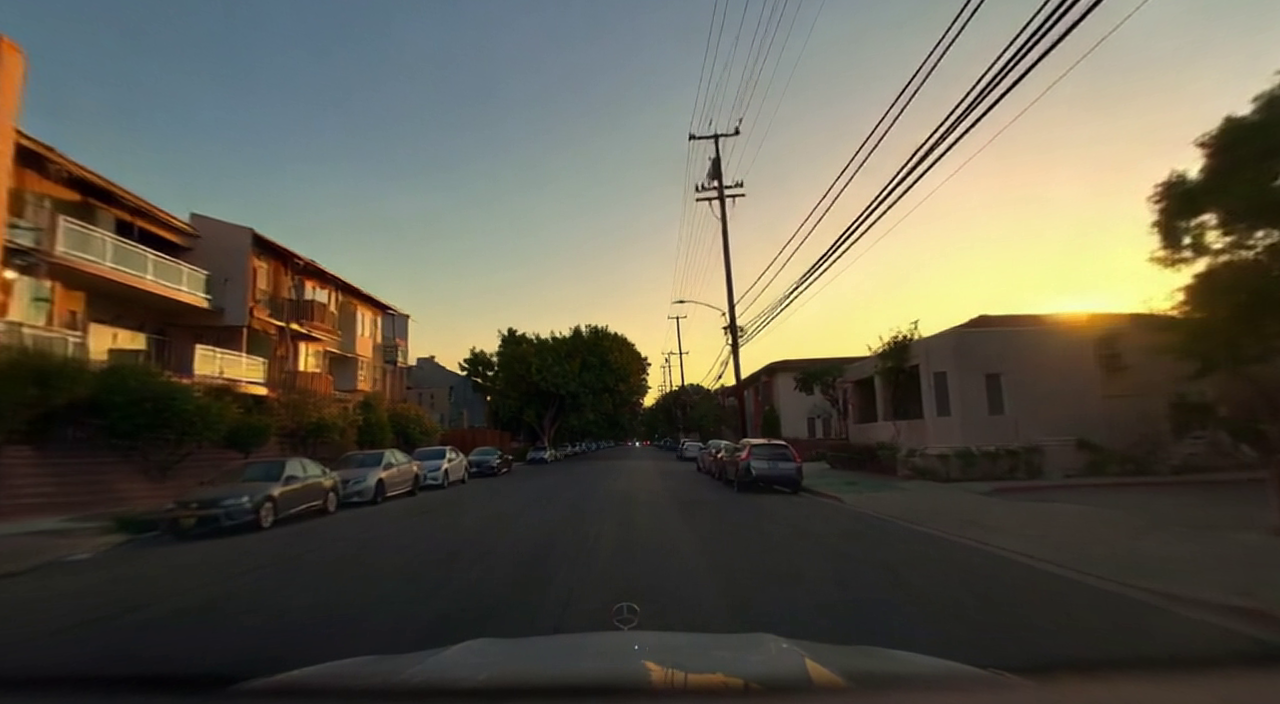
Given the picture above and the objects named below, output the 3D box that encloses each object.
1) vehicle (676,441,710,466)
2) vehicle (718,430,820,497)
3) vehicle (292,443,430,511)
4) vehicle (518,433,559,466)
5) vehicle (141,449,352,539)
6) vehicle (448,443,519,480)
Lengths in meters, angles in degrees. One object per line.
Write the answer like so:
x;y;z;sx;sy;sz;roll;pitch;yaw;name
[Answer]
3.655;7.059;44.226;1.925;1.634;4.419;0;-8;0;vehicle
3.609;3.215;18.591;2.095;1.694;4.592;-1;-8;1;vehicle
-7.777;3.541;18.222;1.917;1.618;4.825;-1;-10;-2;vehicle
-7.725;7.500;48.774;2.351;2.251;5.856;-2;-8;-2;vehicle
-7.636;2.726;12.832;1.873;1.437;4.068;-1;-8;-4;vehicle
-7.456;5.226;30.608;2.145;1.488;4.646;-2;-8;1;vehicle
